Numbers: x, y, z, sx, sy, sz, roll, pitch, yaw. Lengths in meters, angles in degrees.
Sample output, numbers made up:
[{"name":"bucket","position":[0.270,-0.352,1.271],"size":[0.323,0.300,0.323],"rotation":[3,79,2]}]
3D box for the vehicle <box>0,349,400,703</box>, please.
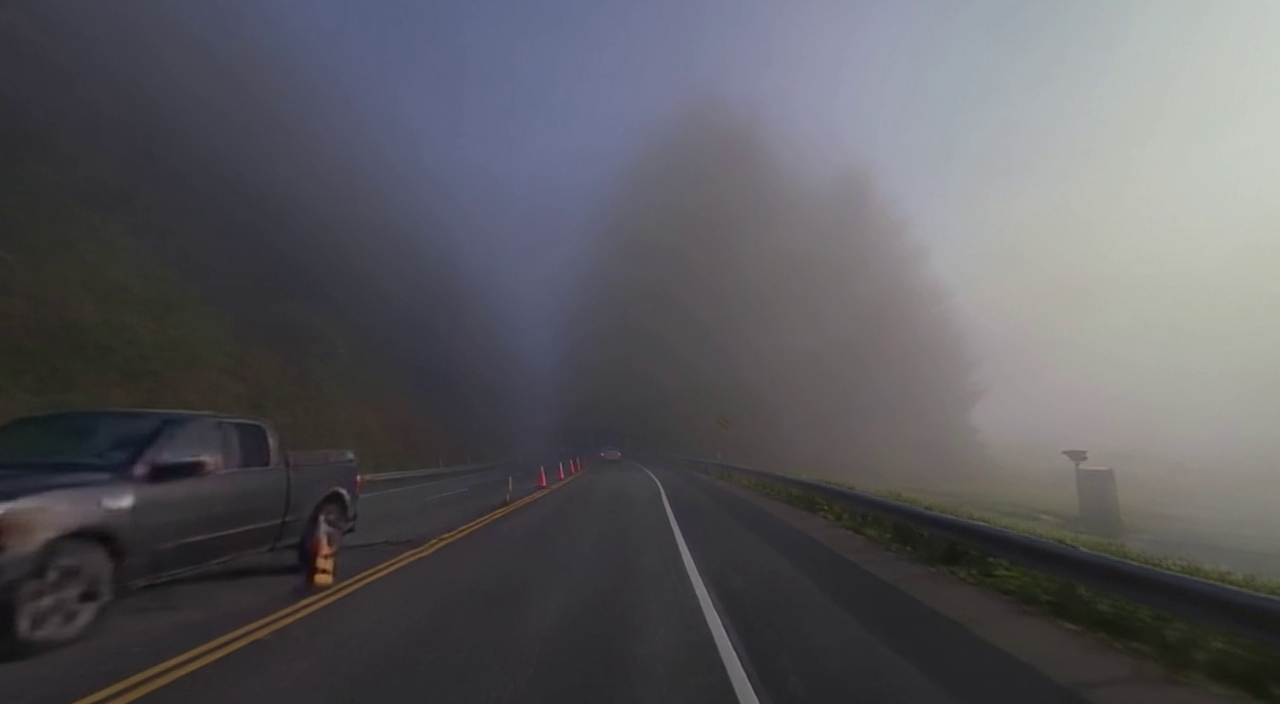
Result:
[{"name":"vehicle","position":[-4.488,1.353,5.998],"size":[2.128,1.944,5.555],"rotation":[0,-9,1]}]
